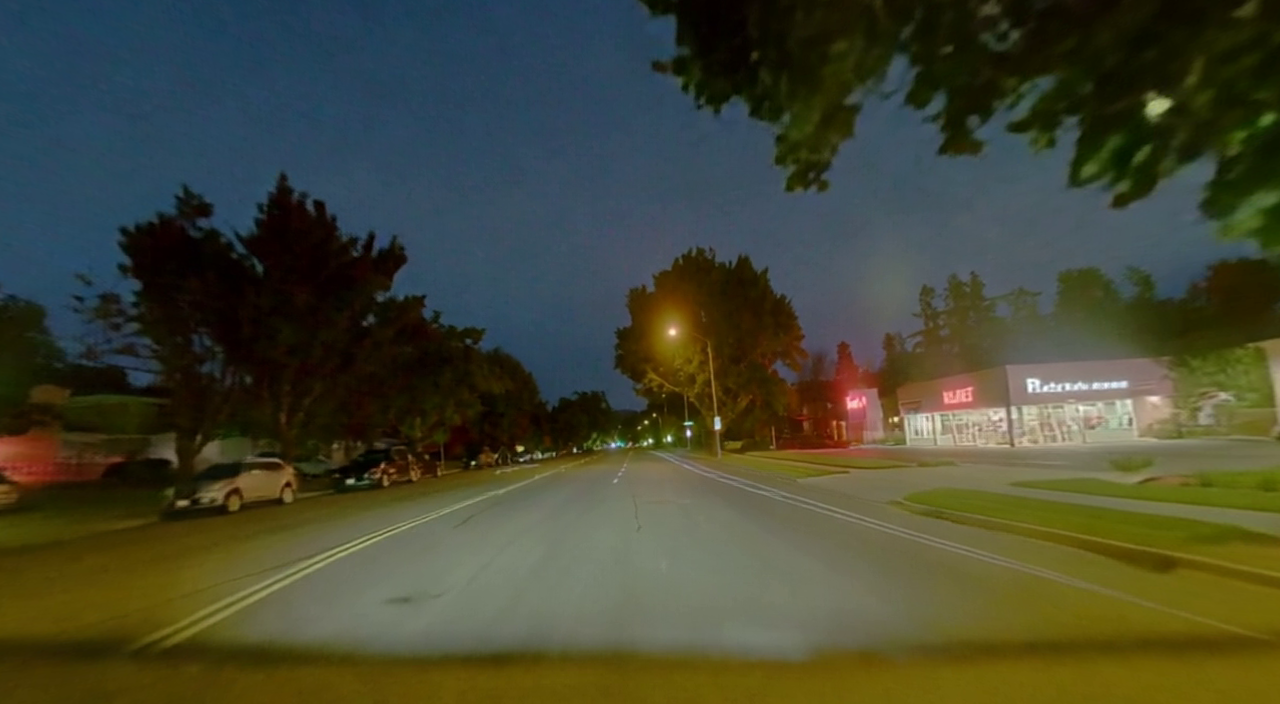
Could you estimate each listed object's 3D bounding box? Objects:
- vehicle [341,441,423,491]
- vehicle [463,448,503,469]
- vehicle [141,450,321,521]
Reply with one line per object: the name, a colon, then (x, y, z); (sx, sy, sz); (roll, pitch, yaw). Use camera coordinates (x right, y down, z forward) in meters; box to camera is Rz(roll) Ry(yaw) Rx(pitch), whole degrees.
vehicle: (-11.633, 5.141, 28.853); (2.015, 1.884, 4.488); (-6, -8, -3)
vehicle: (-11.762, 8.006, 47.569); (1.958, 1.457, 4.254); (0, -9, -1)
vehicle: (-11.522, 3.732, 18.344); (1.950, 1.720, 4.868); (0, -9, 0)
